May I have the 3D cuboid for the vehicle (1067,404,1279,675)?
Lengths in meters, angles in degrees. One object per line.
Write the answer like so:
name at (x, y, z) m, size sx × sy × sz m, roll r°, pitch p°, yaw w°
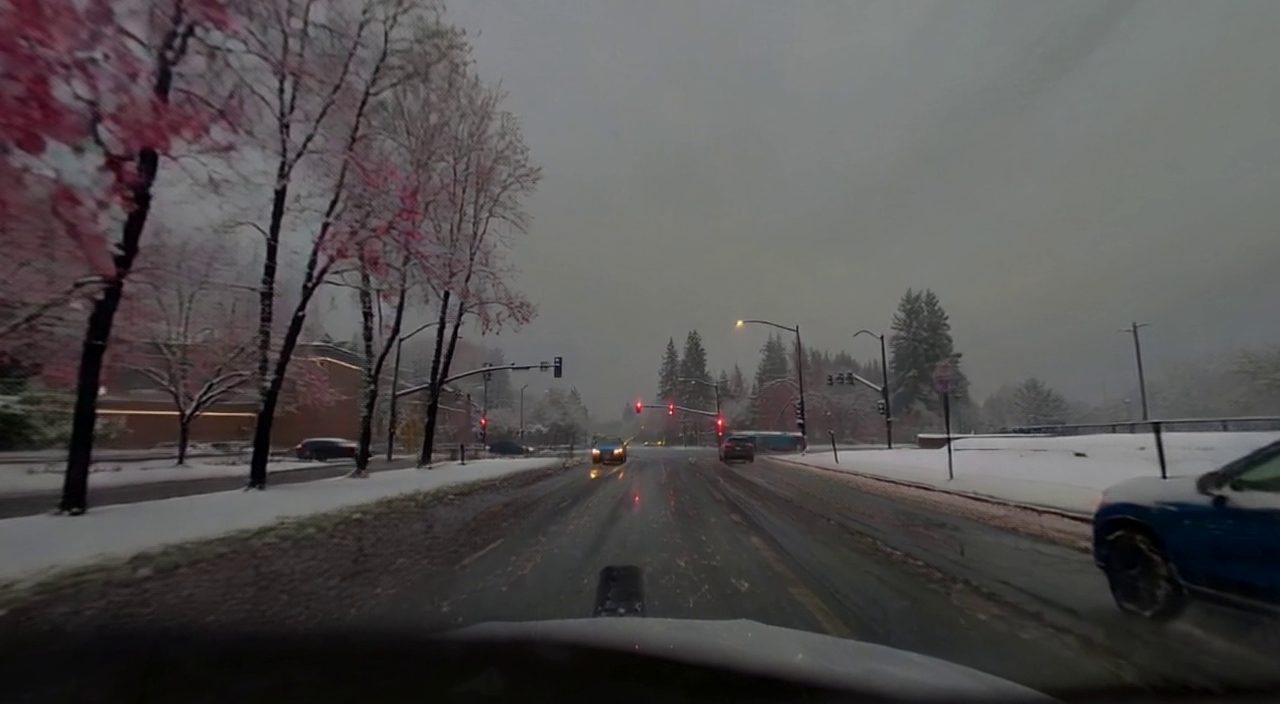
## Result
vehicle at (4.630, 0.992, 3.136) m, size 2.019 × 1.518 × 4.285 m, roll 0°, pitch -9°, yaw 1°

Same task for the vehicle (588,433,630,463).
vehicle at (-1.801, 5.865, 38.445) m, size 1.995 × 1.703 × 4.367 m, roll -1°, pitch -9°, yaw 4°

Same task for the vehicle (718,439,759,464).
vehicle at (6.082, 6.192, 39.366) m, size 2.007 × 1.466 × 4.291 m, roll 0°, pitch -9°, yaw 2°
